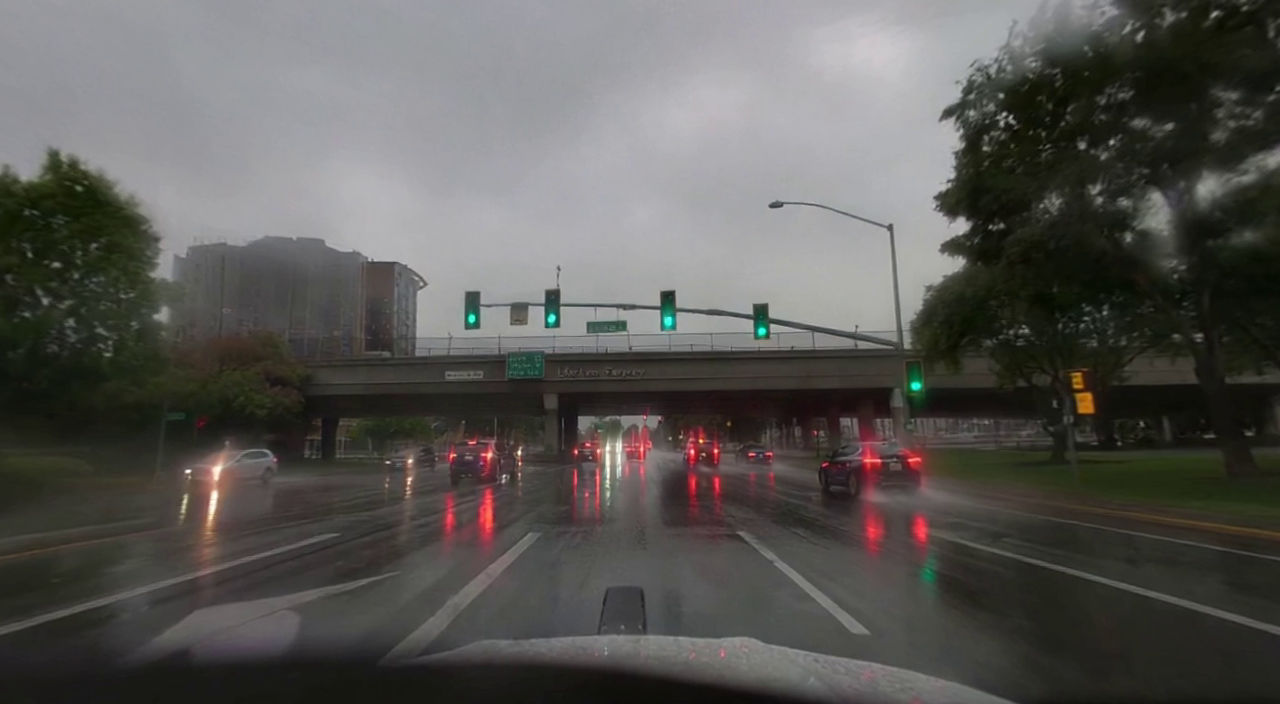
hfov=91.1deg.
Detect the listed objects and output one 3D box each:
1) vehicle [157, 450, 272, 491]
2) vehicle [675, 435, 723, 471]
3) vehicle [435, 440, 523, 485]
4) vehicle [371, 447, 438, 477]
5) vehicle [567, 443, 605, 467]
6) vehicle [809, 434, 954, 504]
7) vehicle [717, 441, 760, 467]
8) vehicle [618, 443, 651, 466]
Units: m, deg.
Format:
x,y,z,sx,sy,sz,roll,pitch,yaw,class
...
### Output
x,y,z,sx,sy,sz,roll,pitch,yaw,class
-18.900,5.255,28.201,1.939,1.648,4.569,0,-8,0,vehicle
3.029,5.309,33.132,2.034,1.762,4.420,0,-8,-1,vehicle
-5.899,4.082,23.539,2.070,1.488,4.376,0,-8,1,vehicle
-12.246,5.721,32.959,1.802,1.478,4.391,0,-8,1,vehicle
-3.336,6.502,39.800,2.041,1.466,4.212,0,-8,0,vehicle
6.291,3.087,17.020,2.056,1.624,4.498,0,-8,-1,vehicle
6.235,6.492,40.041,1.924,1.527,4.268,0,-8,-2,vehicle
-0.358,6.748,41.453,2.026,1.453,3.780,0,-8,0,vehicle
